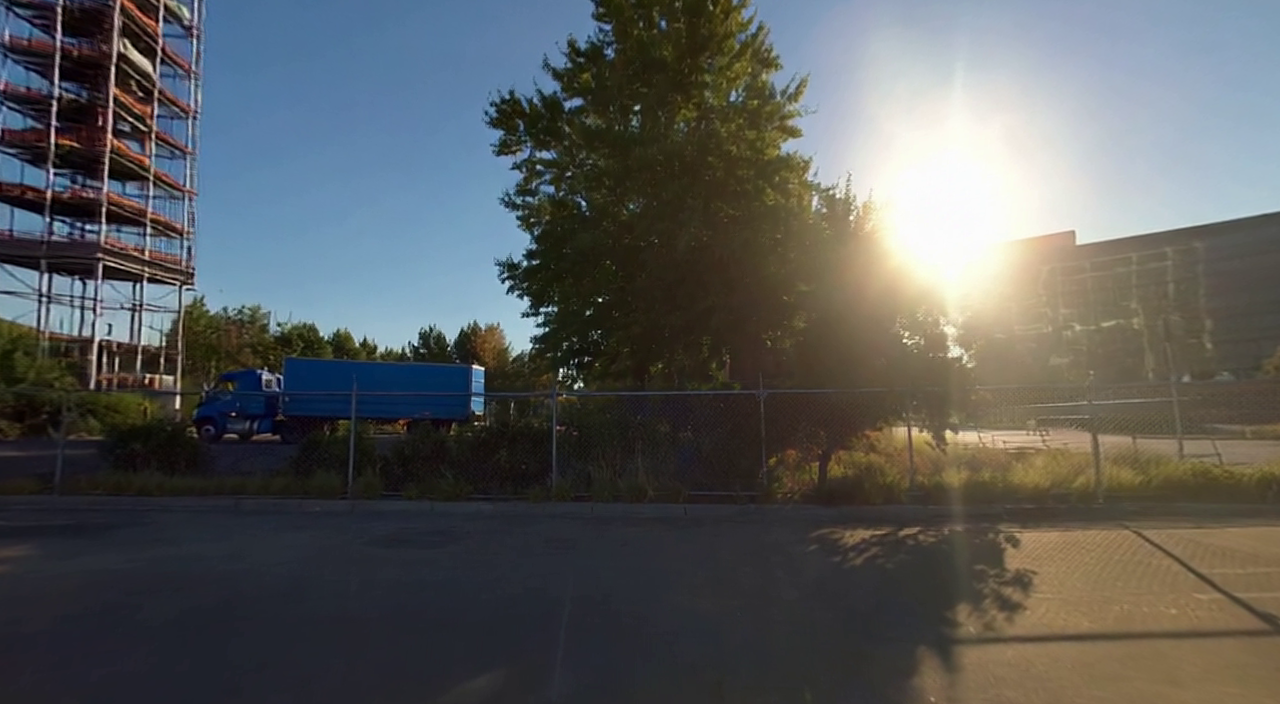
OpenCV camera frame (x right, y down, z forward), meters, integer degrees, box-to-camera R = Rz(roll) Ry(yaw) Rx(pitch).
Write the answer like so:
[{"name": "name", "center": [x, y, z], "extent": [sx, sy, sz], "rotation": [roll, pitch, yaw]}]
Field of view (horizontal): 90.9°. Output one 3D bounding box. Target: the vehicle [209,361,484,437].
[{"name": "vehicle", "center": [-16.527, 2.811, 36.559], "extent": [14.067, 4.099, 2.832], "rotation": [1, -9, -6]}]
